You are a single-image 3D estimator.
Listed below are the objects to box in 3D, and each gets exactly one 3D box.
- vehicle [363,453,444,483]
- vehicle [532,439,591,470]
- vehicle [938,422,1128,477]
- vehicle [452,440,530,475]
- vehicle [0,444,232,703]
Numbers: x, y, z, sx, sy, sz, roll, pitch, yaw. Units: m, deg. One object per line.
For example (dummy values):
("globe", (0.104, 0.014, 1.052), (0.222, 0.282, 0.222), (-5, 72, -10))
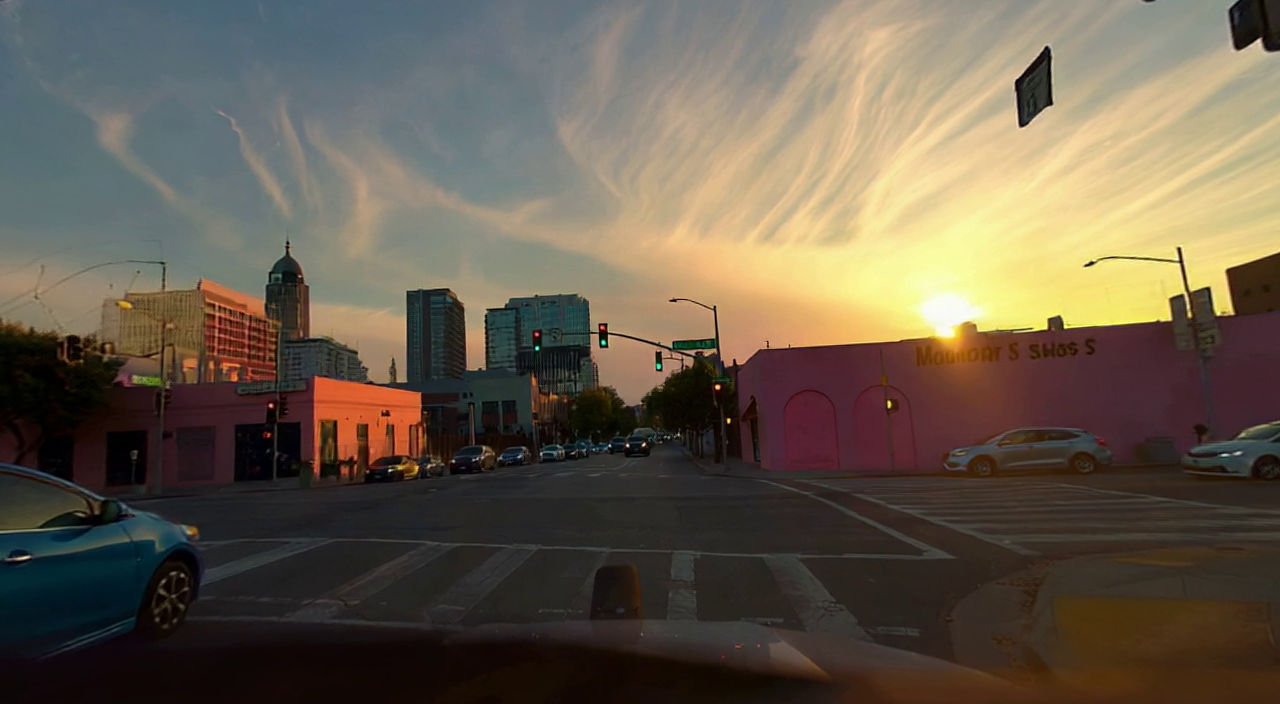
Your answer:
("vehicle", (-12.600, 6.174, 33.875), (1.976, 1.425, 4.567), (-1, -9, 9))
("vehicle", (-4.505, 5.980, 36.871), (1.928, 1.647, 4.575), (-2, -9, 13))
("vehicle", (11.563, 2.899, 18.800), (4.355, 1.546, 1.820), (-1, -9, 6))
("vehicle", (-8.393, 5.981, 36.050), (2.152, 1.825, 5.406), (-2, -9, 12))
("vehicle", (-3.712, 0.981, 2.152), (1.759, 1.325, 4.295), (0, -9, 0))
